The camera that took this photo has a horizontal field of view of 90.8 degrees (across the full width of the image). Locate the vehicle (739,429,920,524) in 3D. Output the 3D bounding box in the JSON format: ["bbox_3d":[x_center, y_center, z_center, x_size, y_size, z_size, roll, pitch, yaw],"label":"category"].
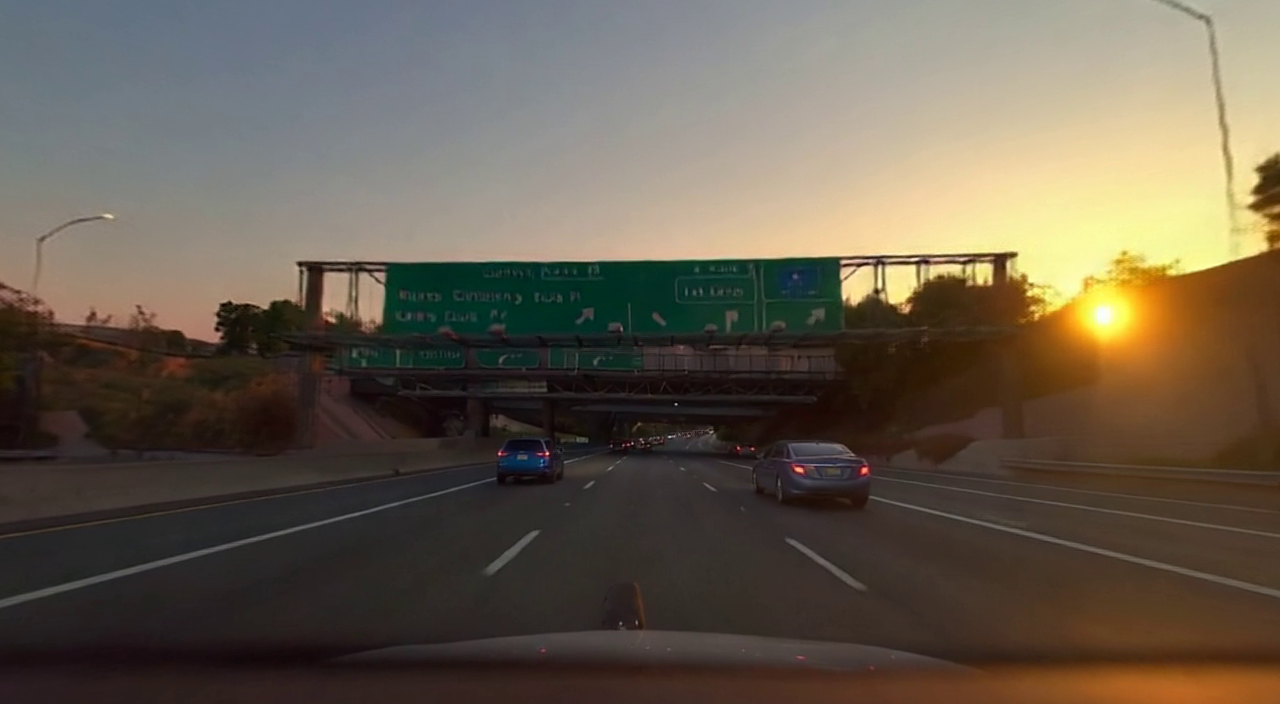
[{"bbox_3d":[3.516,2.427,12.940,2.107,1.550,4.949,0,-9,-1],"label":"vehicle"}]

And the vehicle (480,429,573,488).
[{"bbox_3d":[-3.642,3.536,21.217,2.193,1.746,4.512,0,-9,1],"label":"vehicle"}]
